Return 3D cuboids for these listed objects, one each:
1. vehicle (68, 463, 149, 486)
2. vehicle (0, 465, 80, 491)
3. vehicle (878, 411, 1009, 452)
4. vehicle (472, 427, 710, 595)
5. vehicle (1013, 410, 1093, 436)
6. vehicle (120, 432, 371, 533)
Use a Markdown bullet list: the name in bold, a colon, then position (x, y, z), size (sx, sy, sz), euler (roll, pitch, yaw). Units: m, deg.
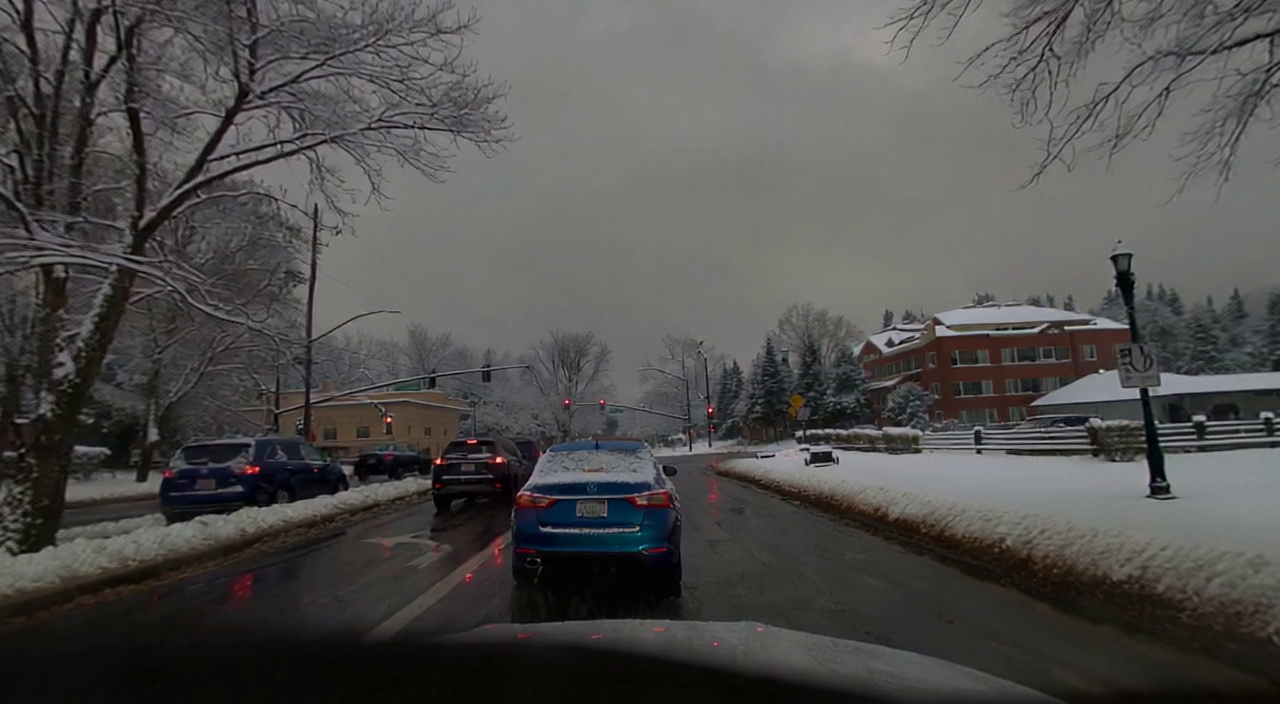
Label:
- **vehicle**: position (-36.376, 8.389, 43.295), size (3.918, 1.423, 1.861), euler (0, -9, 1)
- **vehicle**: position (-36.610, 7.555, 37.930), size (4.093, 1.440, 1.804), euler (0, -9, -2)
- **vehicle**: position (13.922, 3.701, 29.227), size (4.975, 1.809, 1.956), euler (0, -9, 1)
- **vehicle**: position (-0.420, 1.712, 7.631), size (2.104, 1.472, 3.946), euler (0, -9, 1)
- **vehicle**: position (30.239, 5.259, 46.454), size (4.627, 1.671, 1.929), euler (-5, -10, 28)
- **vehicle**: position (-7.275, 2.431, 12.356), size (2.096, 1.593, 4.288), euler (0, -9, 1)
